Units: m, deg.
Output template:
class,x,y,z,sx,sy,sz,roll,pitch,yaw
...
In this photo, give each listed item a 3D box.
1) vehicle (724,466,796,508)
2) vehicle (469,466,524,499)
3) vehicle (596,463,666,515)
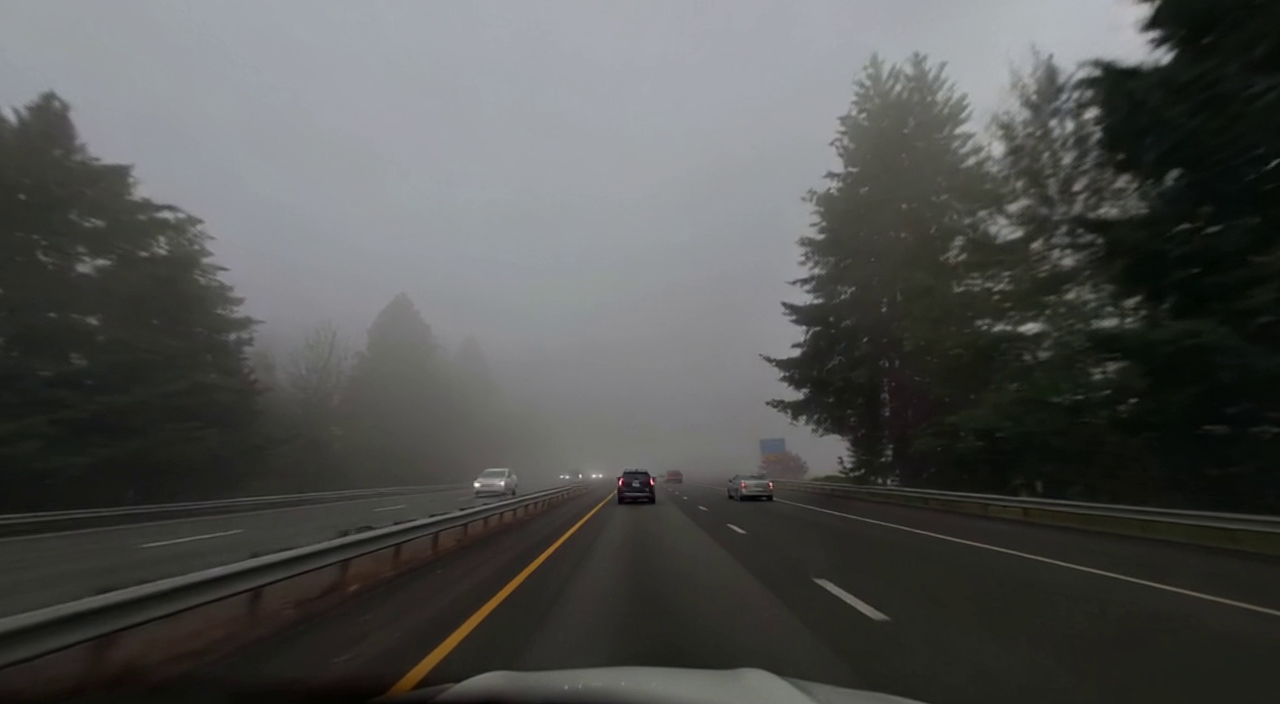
class,x,y,z,sx,sy,sz,roll,pitch,yaw
vehicle,4.650,5.294,24.981,1.974,1.476,4.119,1,-10,-1
vehicle,-7.513,6.854,33.255,1.911,1.585,3.952,1,-10,1
vehicle,-0.261,4.389,20.458,2.060,1.473,3.726,1,-10,0
